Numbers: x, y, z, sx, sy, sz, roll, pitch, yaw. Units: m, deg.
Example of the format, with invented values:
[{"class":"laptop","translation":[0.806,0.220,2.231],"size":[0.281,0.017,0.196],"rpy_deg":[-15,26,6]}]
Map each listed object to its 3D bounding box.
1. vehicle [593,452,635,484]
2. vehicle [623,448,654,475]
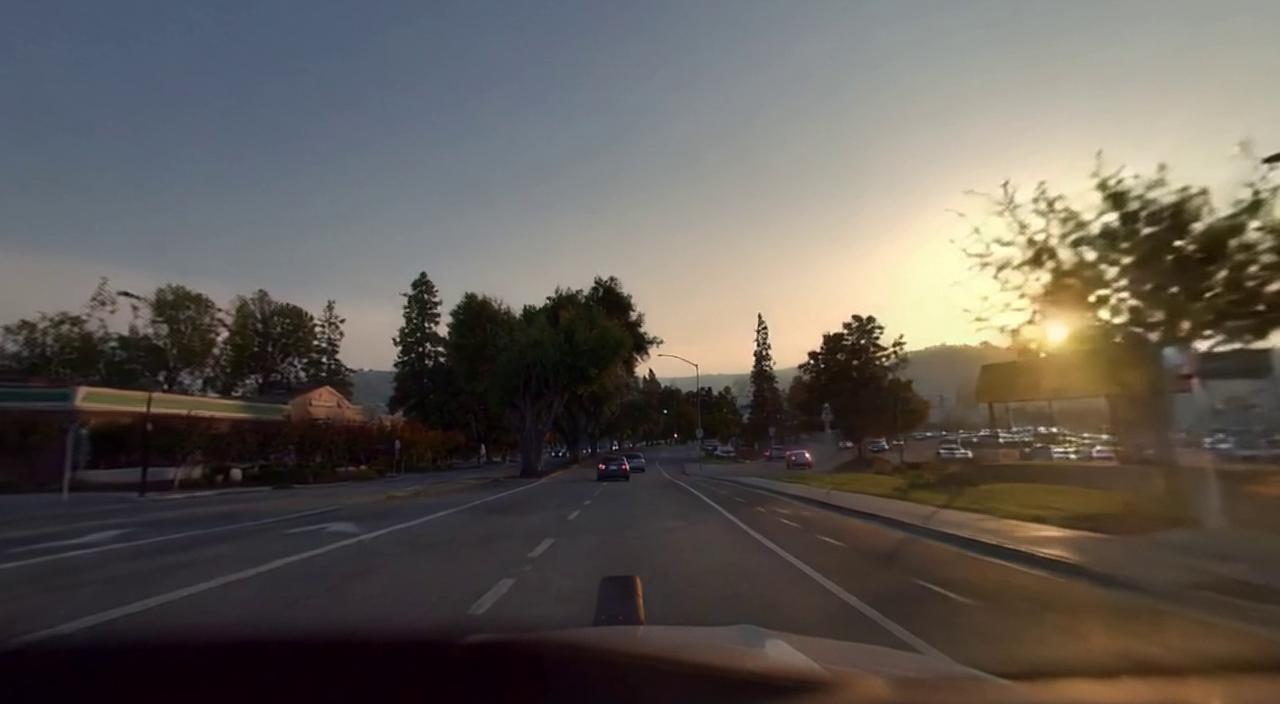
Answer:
[{"class":"vehicle","translation":[-1.262,5.628,30.880],"size":[1.917,1.418,3.987],"rpy_deg":[1,-9,-2]},{"class":"vehicle","translation":[-0.157,7.662,44.459],"size":[2.046,1.768,4.370],"rpy_deg":[1,-9,-3]}]
